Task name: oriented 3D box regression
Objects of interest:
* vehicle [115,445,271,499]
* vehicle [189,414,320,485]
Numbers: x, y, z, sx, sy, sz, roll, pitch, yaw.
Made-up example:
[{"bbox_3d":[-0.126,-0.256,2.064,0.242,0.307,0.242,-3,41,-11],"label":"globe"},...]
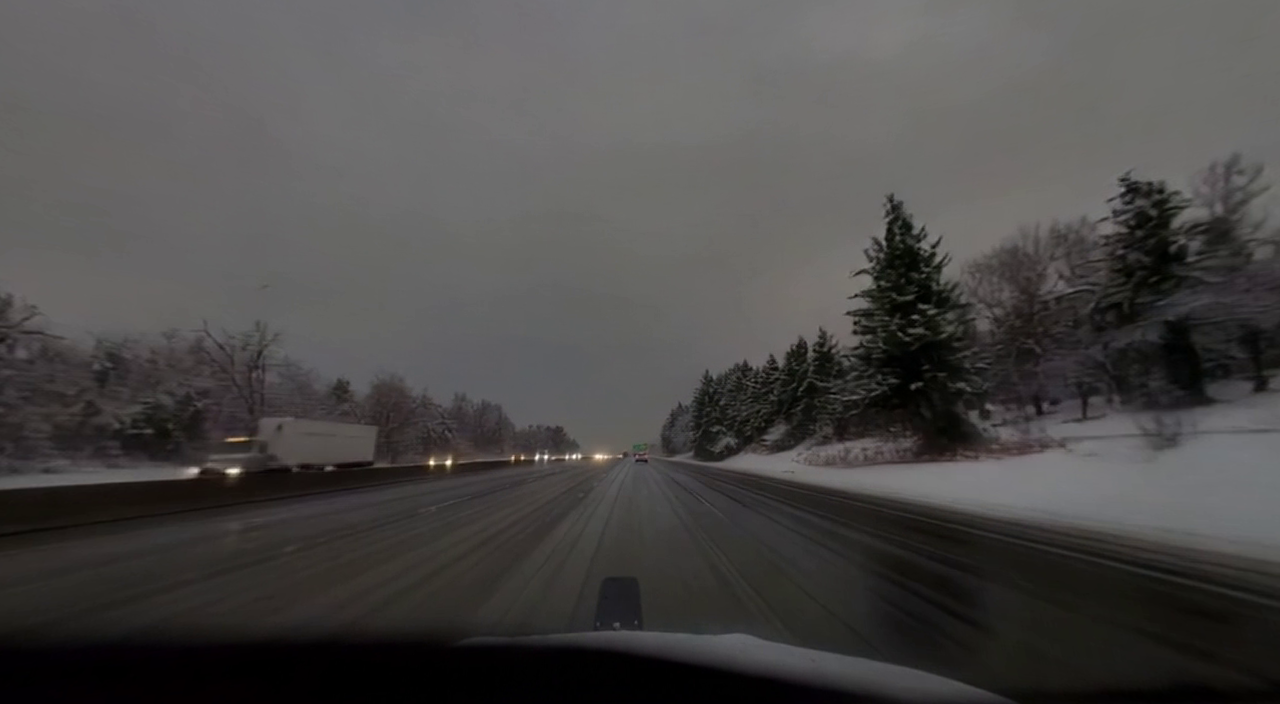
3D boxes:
[{"bbox_3d":[-15.532,4.169,22.191,2.033,1.695,4.724,0,-9,0],"label":"vehicle"},{"bbox_3d":[-23.237,5.947,38.454,2.894,3.893,7.794,0,-9,0],"label":"vehicle"}]
